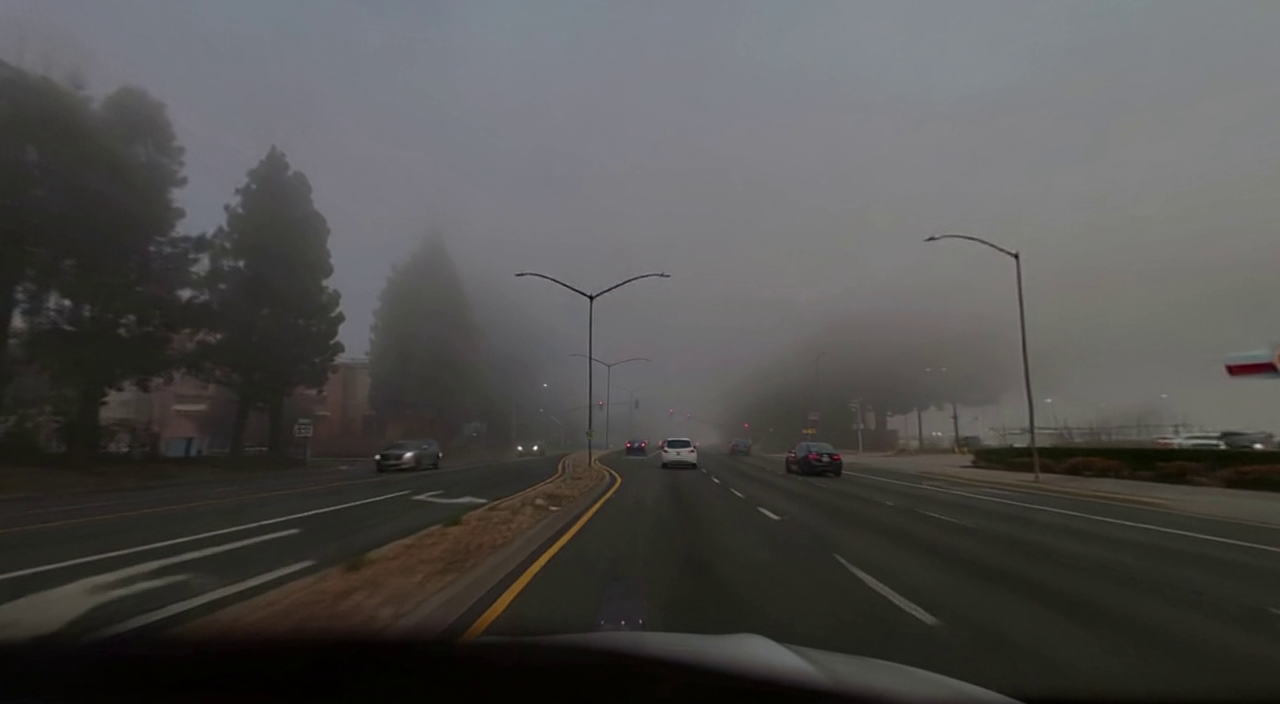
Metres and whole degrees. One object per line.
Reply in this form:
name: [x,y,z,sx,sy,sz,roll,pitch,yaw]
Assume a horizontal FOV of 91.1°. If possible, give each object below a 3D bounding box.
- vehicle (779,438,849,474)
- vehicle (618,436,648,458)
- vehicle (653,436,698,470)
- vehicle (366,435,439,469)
vehicle: [7.795,4.673,28.530,1.918,1.484,4.456,0,-8,0]
vehicle: [-0.578,7.143,47.282,2.074,1.575,4.326,0,-8,-3]
vehicle: [1.637,4.807,30.103,1.971,1.479,4.493,0,-8,1]
vehicle: [-13.518,5.716,36.124,2.022,1.787,5.262,0,-8,1]
